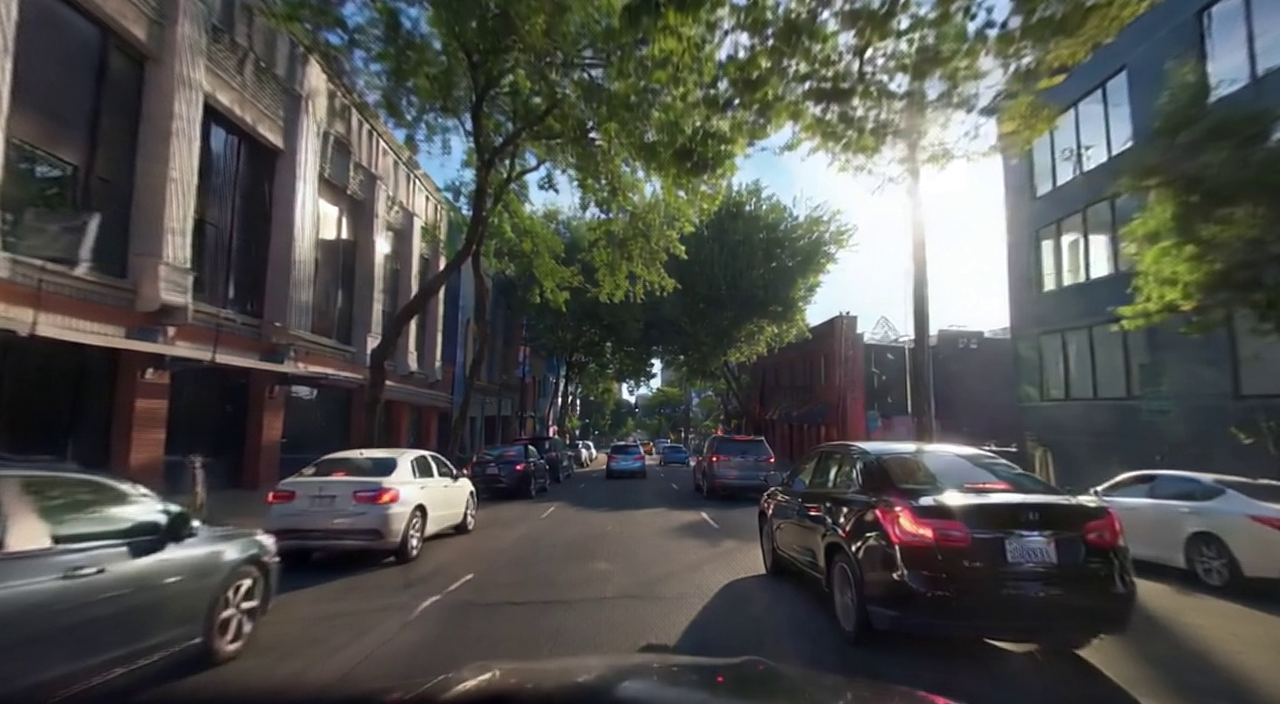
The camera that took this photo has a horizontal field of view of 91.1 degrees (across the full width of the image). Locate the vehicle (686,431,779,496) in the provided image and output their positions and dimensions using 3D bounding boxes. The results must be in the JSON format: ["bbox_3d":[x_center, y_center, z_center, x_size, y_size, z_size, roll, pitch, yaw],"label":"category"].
[{"bbox_3d":[2.645,3.310,19.090,2.002,1.707,4.547,0,-8,-1],"label":"vehicle"}]

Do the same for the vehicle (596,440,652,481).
[{"bbox_3d":[-0.587,4.146,24.279,2.007,1.460,3.923,0,-8,0],"label":"vehicle"}]

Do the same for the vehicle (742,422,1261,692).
[{"bbox_3d":[2.435,1.501,5.918,2.080,1.495,4.591,0,-8,-1],"label":"vehicle"}]

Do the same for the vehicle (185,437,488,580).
[{"bbox_3d":[-3.679,1.953,8.753,1.954,1.462,4.407,0,-8,1],"label":"vehicle"}]

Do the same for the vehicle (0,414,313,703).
[{"bbox_3d":[-3.557,1.033,2.670,1.955,1.504,4.618,0,-8,-2],"label":"vehicle"}]

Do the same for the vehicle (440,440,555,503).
[{"bbox_3d":[-3.698,3.188,17.270,1.972,1.471,4.795,0,-8,1],"label":"vehicle"}]
